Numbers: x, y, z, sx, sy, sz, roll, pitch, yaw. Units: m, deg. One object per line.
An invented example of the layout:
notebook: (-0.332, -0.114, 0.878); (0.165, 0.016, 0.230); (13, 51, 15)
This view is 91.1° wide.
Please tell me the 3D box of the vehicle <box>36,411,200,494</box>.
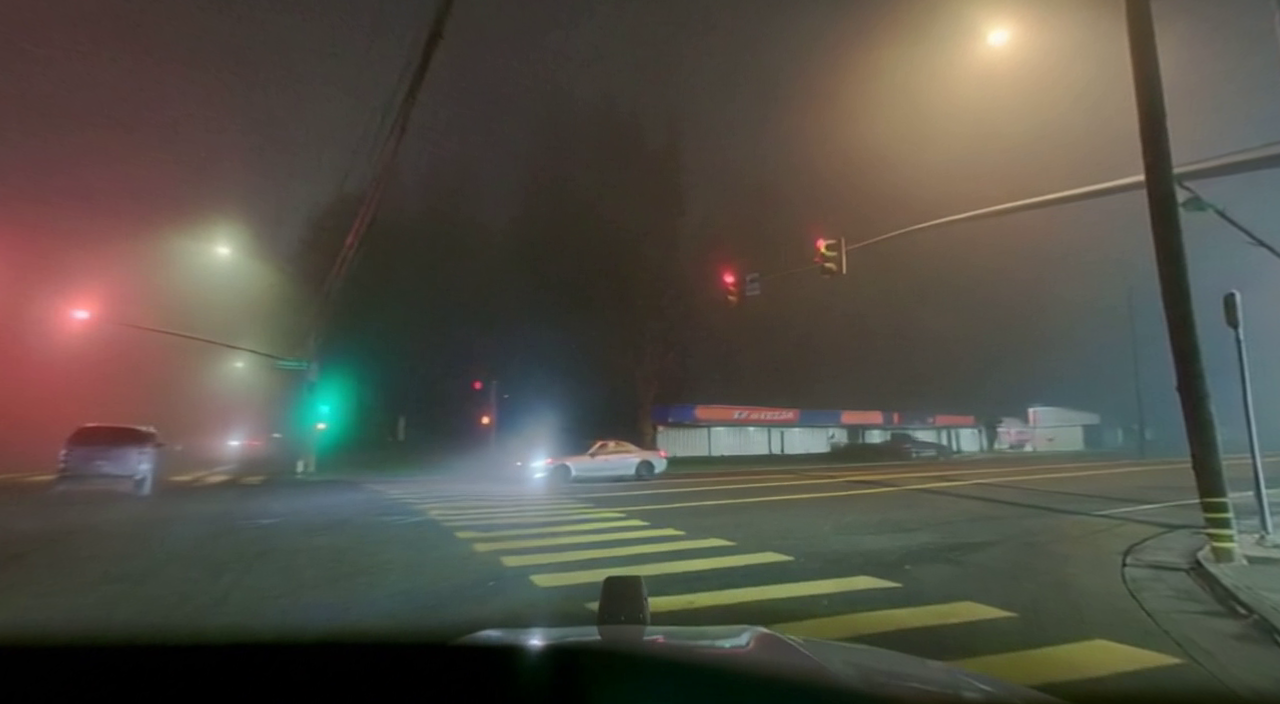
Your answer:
vehicle: (-13.707, 2.677, 16.902); (2.300, 1.868, 4.690); (4, -10, -27)

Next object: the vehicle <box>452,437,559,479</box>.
vehicle: (-5.427, 4.237, 25.319); (3.990, 1.548, 1.780); (3, -9, -19)

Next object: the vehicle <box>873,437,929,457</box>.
vehicle: (19.474, 7.084, 46.831); (3.805, 1.451, 1.641); (4, -10, -26)

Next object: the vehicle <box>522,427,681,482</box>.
vehicle: (-1.305, 3.506, 21.952); (5.149, 1.725, 1.964); (4, -9, -28)
